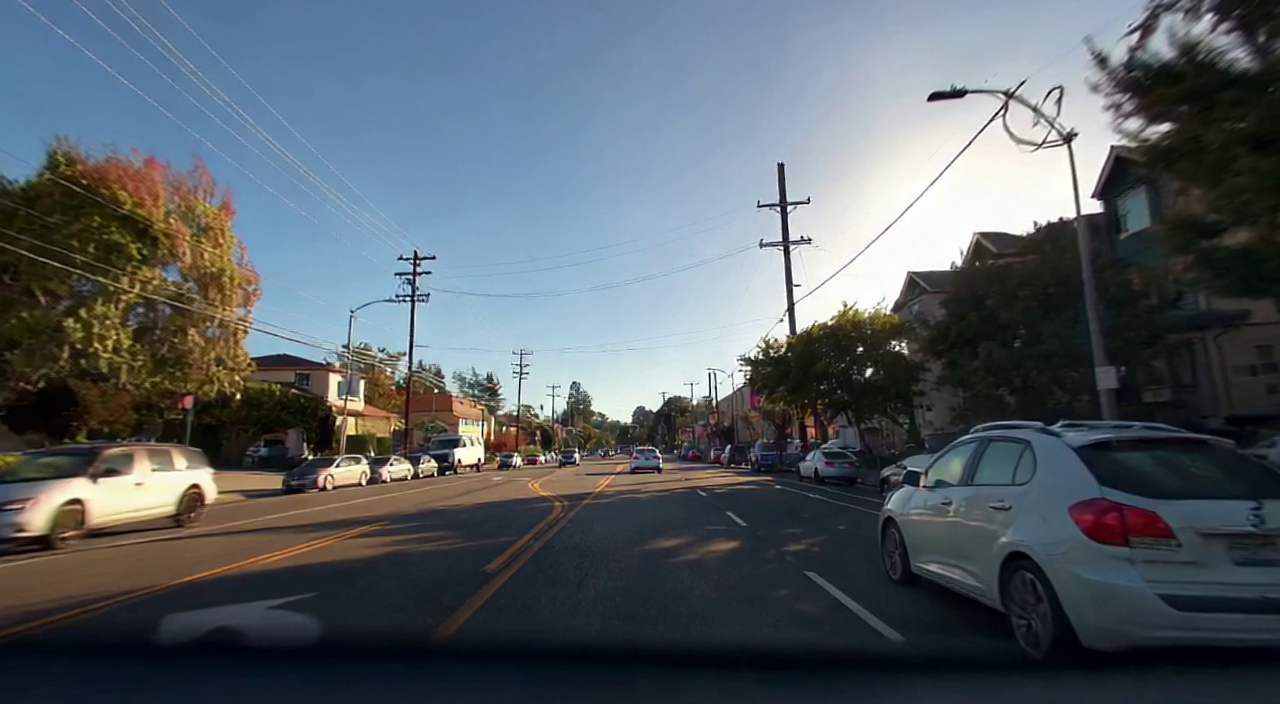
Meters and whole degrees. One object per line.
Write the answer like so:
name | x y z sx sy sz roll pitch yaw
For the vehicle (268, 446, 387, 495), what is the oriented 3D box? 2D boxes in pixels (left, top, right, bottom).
vehicle | -14.092 5.340 29.050 2.367 1.849 5.874 -2 -8 2

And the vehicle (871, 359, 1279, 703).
vehicle | 3.230 1.082 3.741 2.070 1.633 4.461 0 -8 1

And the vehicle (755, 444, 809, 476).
vehicle | 8.060 6.147 36.297 2.003 1.723 4.654 0 -8 0

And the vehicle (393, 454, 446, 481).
vehicle | -14.023 7.357 40.517 1.806 1.463 4.714 -2 -8 -1

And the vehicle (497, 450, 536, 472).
vehicle | -9.532 8.461 49.261 2.060 1.507 4.532 -1 -8 1

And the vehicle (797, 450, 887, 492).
vehicle | 7.673 4.532 24.501 1.874 1.437 4.593 0 -8 -1

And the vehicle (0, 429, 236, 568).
vehicle | -9.460 2.200 10.155 2.217 1.803 5.532 0 -8 1

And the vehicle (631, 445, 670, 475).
vehicle | 0.558 6.056 35.651 2.067 1.547 4.513 0 -8 0

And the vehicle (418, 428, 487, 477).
vehicle | -14.048 7.575 47.986 2.865 3.346 7.163 -1 -8 1
